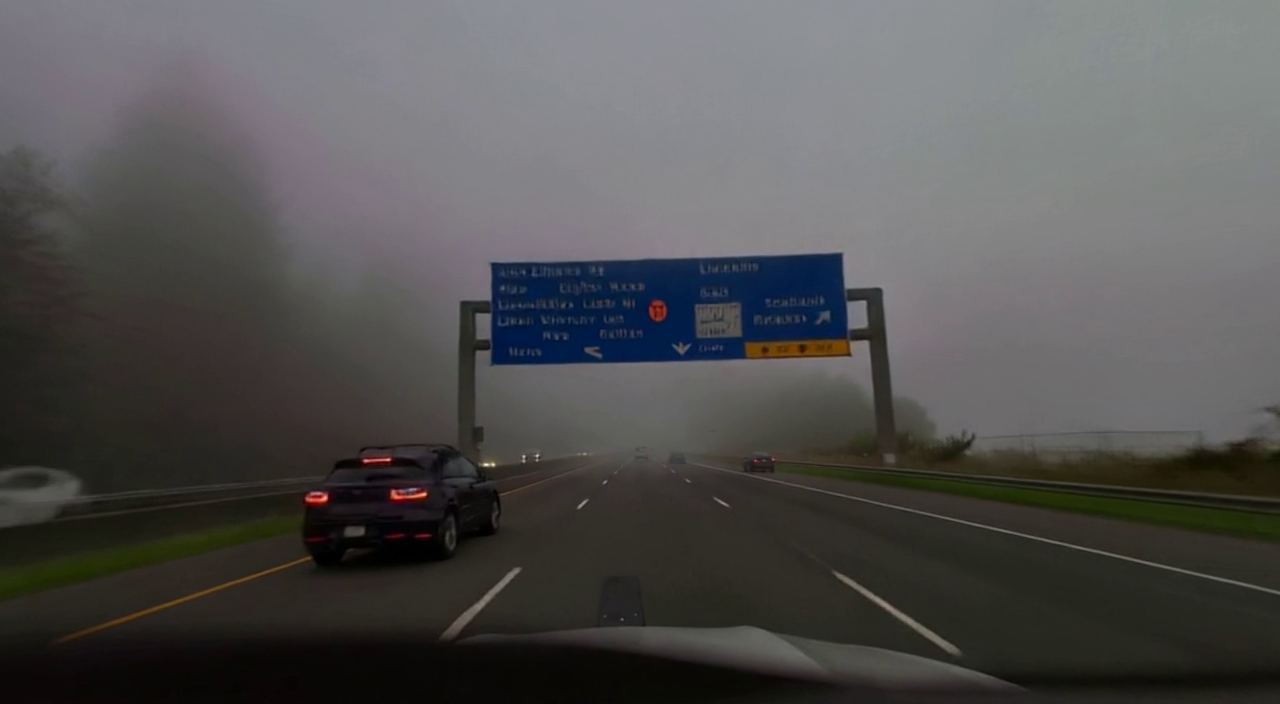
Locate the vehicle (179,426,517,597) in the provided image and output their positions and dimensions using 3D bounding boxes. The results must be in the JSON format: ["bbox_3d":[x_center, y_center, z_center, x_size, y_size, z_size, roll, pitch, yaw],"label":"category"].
[{"bbox_3d":[-3.128,1.811,8.048,2.191,1.563,4.318,0,-9,1],"label":"vehicle"}]

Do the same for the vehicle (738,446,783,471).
[{"bbox_3d":[7.735,6.907,40.925,1.943,1.493,4.507,0,-9,-1],"label":"vehicle"}]
